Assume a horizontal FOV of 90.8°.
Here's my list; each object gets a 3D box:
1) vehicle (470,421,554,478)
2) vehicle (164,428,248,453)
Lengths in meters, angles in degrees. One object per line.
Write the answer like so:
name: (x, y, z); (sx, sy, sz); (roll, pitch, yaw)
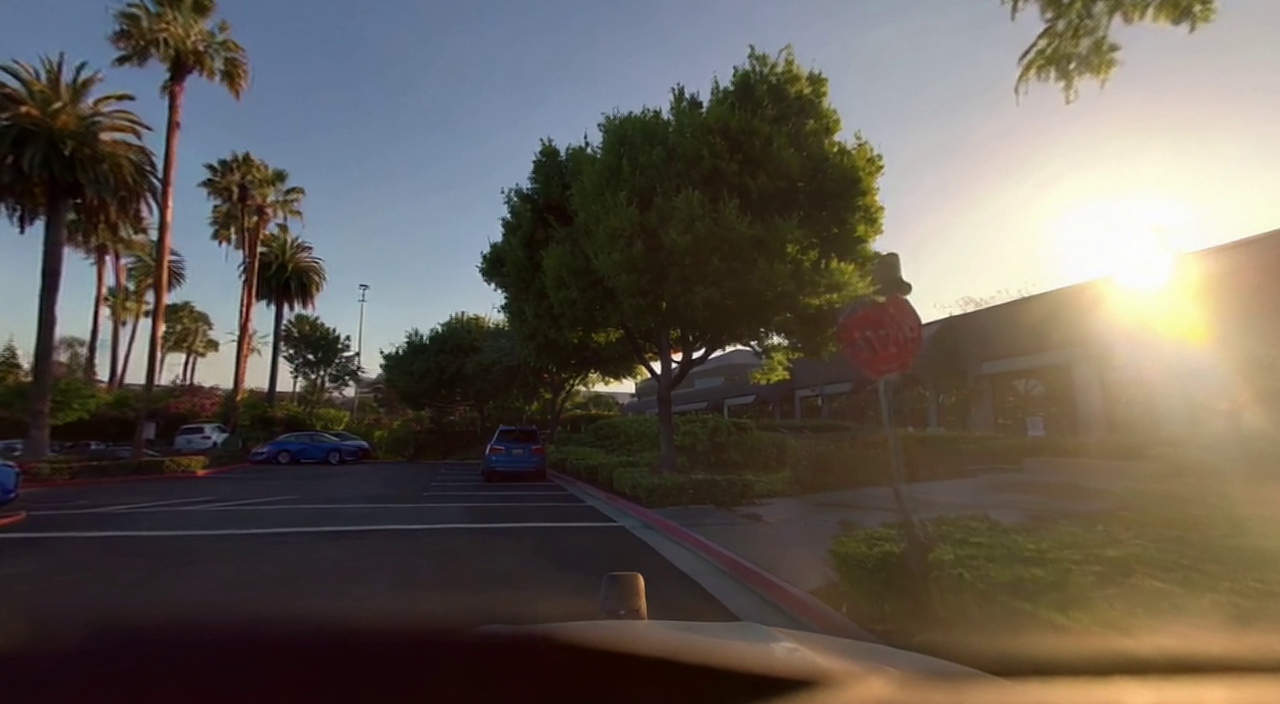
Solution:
vehicle: (-4.439, 3.272, 21.319); (2.071, 1.700, 4.367); (3, -9, -20)
vehicle: (-29.133, 5.967, 42.558); (4.457, 1.552, 1.748); (5, -10, -33)
